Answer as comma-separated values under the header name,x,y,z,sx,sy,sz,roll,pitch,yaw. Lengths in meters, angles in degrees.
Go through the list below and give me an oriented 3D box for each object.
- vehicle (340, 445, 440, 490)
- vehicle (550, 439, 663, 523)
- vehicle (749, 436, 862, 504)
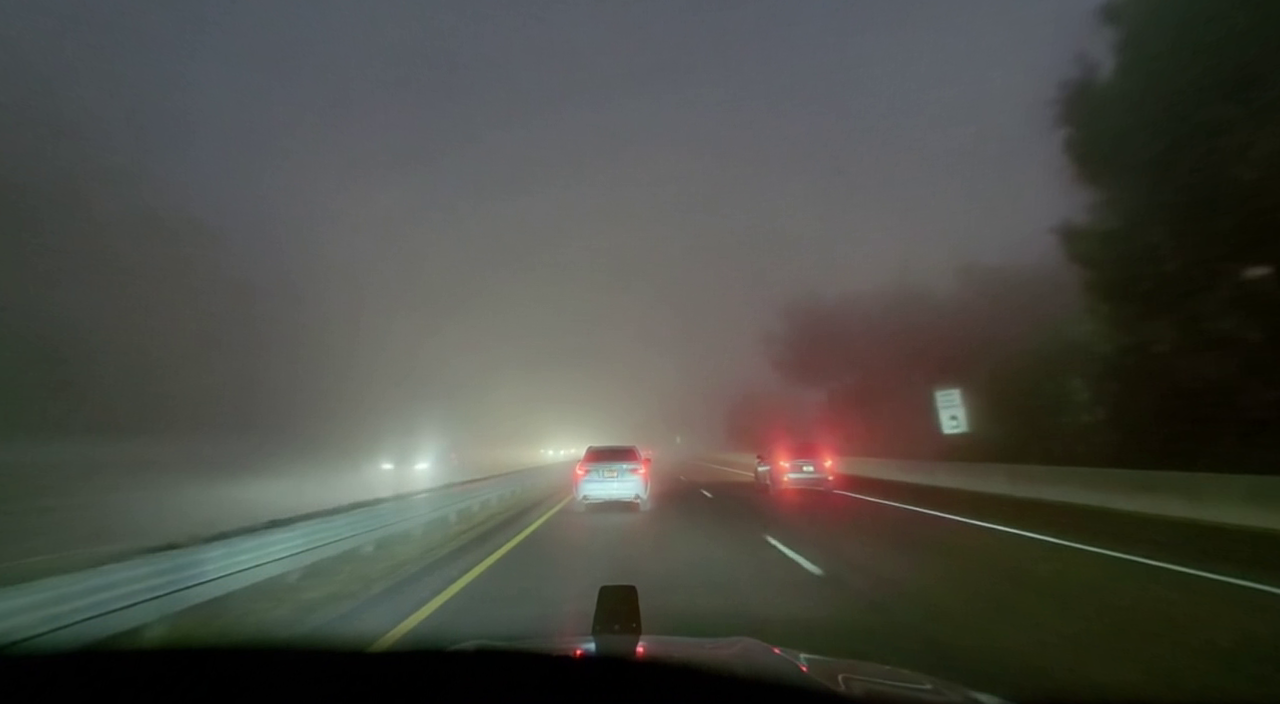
name,x,y,z,sx,sy,sz,roll,pitch,yaw
vehicle,-8.895,4.121,22.700,1.840,1.474,4.203,0,-9,0
vehicle,-0.591,2.643,13.362,2.013,1.479,4.169,0,-9,0
vehicle,4.138,3.010,16.353,1.910,1.554,3.718,0,-9,0
